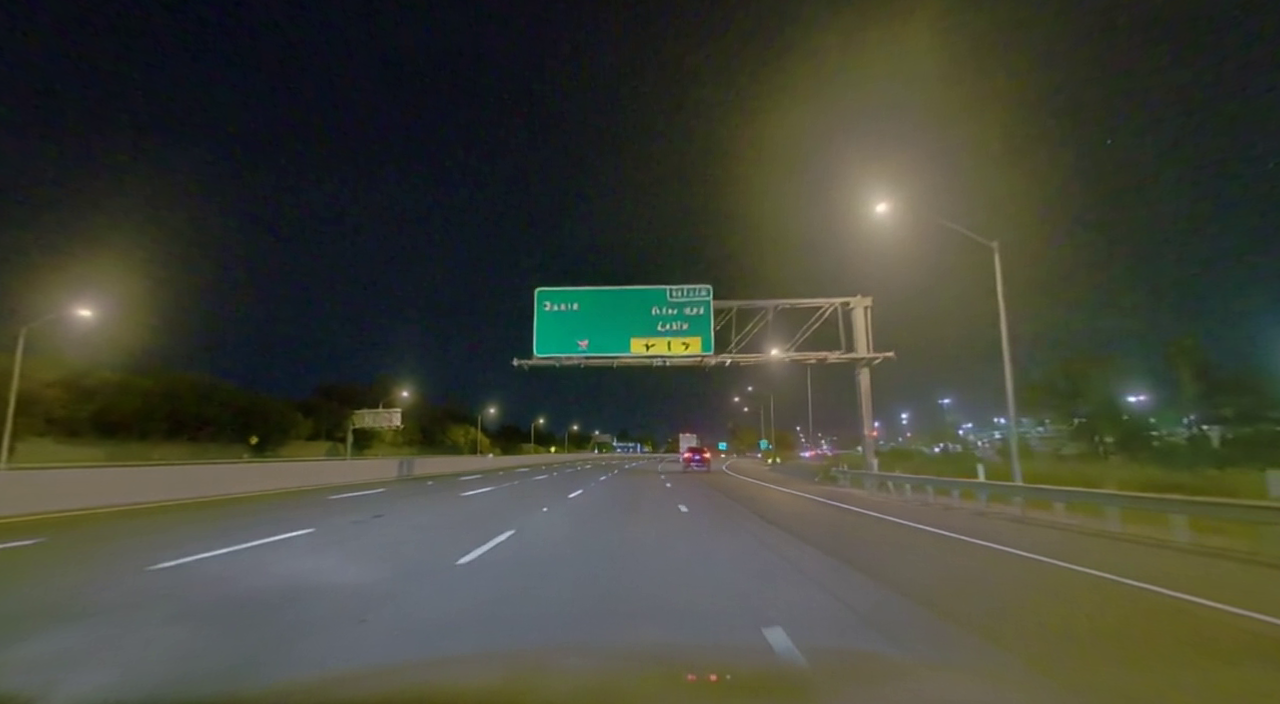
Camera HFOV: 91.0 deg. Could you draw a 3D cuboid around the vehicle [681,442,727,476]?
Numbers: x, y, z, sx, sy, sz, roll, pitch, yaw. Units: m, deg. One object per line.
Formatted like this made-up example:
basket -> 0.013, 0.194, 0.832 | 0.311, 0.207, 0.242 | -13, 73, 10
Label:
vehicle -> 3.680, 6.232, 36.804 | 2.225, 1.833, 4.340 | 0, -9, 0
